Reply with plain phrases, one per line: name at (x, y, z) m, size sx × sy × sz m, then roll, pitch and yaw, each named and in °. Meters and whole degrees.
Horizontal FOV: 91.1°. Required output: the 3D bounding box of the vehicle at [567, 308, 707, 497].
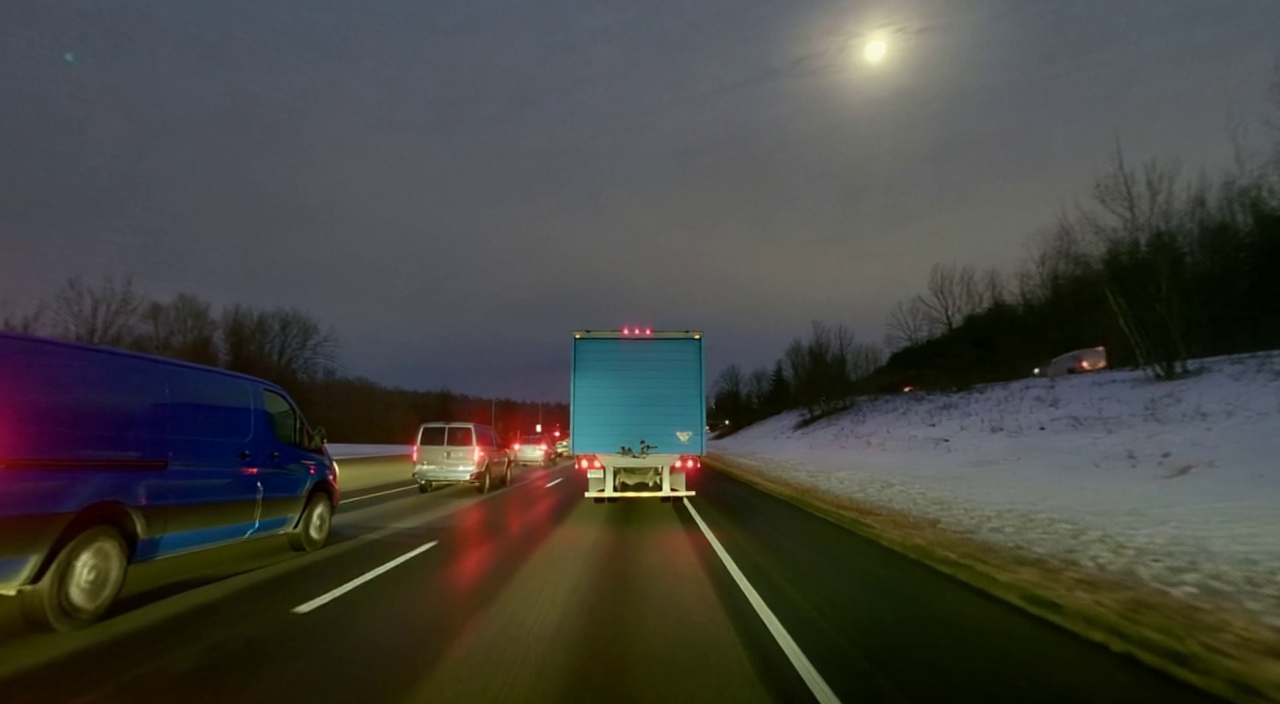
vehicle at (-0.045, 1.724, 18.476) m, size 2.953 × 4.041 × 10.072 m, roll 0°, pitch -8°, yaw 0°

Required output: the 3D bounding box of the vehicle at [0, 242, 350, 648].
vehicle at (-5.239, 0.837, 5.818) m, size 2.478 × 2.515 × 5.438 m, roll 0°, pitch -8°, yaw 0°

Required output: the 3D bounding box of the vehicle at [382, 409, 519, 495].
vehicle at (-4.897, 2.670, 17.190) m, size 2.168 × 1.985 × 4.952 m, roll 0°, pitch -8°, yaw 0°

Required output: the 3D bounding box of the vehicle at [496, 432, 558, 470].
vehicle at (-4.861, 4.317, 27.695) m, size 1.931 × 1.539 × 4.441 m, roll 0°, pitch -8°, yaw 0°

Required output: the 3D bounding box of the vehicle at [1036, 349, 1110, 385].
vehicle at (28.107, 1.027, 41.008) m, size 2.034 × 1.625 × 4.809 m, roll 7°, pitch -6°, yaw 10°
